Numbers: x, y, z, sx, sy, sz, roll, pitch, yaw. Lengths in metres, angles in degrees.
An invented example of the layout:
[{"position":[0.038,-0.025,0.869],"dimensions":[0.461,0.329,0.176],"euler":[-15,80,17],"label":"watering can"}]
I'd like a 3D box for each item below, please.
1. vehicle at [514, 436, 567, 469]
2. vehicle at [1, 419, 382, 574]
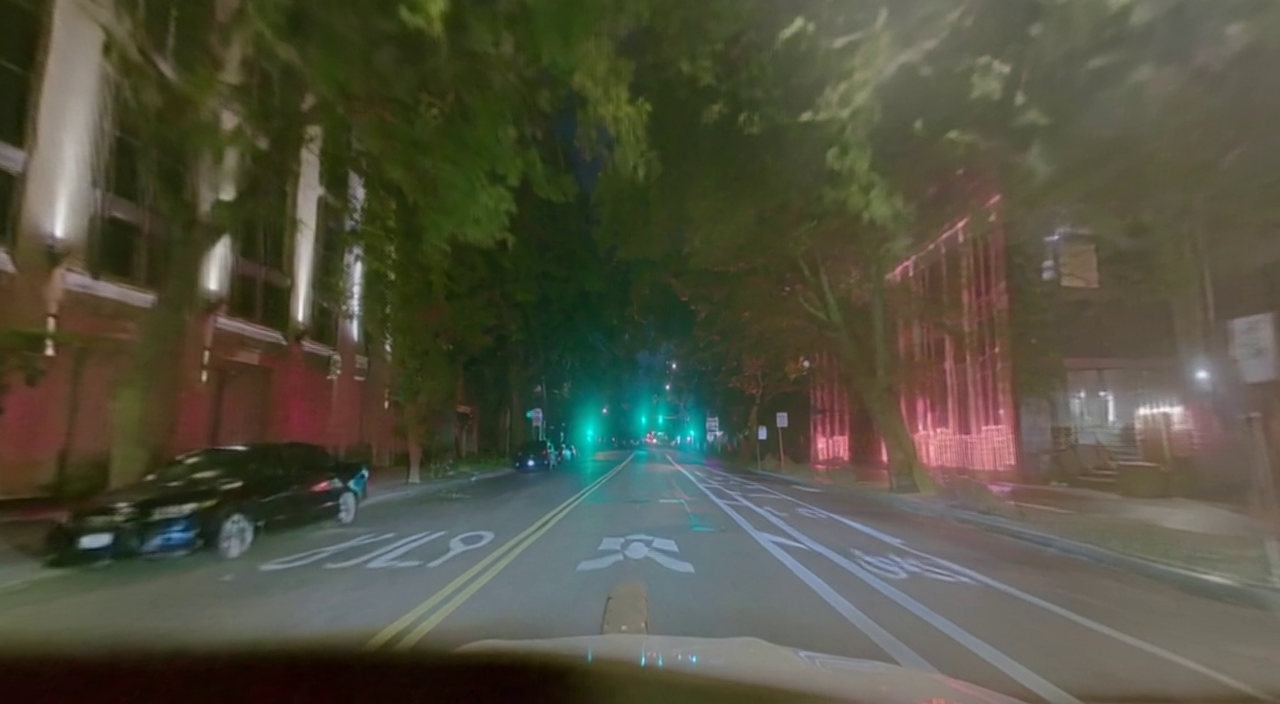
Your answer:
[{"position":[-5.578,5.673,36.003],"dimensions":[2.147,1.701,4.879],"euler":[1,-8,1],"label":"vehicle"},{"position":[-5.901,1.917,9.313],"dimensions":[2.223,1.658,4.621],"euler":[1,-8,0],"label":"vehicle"}]
